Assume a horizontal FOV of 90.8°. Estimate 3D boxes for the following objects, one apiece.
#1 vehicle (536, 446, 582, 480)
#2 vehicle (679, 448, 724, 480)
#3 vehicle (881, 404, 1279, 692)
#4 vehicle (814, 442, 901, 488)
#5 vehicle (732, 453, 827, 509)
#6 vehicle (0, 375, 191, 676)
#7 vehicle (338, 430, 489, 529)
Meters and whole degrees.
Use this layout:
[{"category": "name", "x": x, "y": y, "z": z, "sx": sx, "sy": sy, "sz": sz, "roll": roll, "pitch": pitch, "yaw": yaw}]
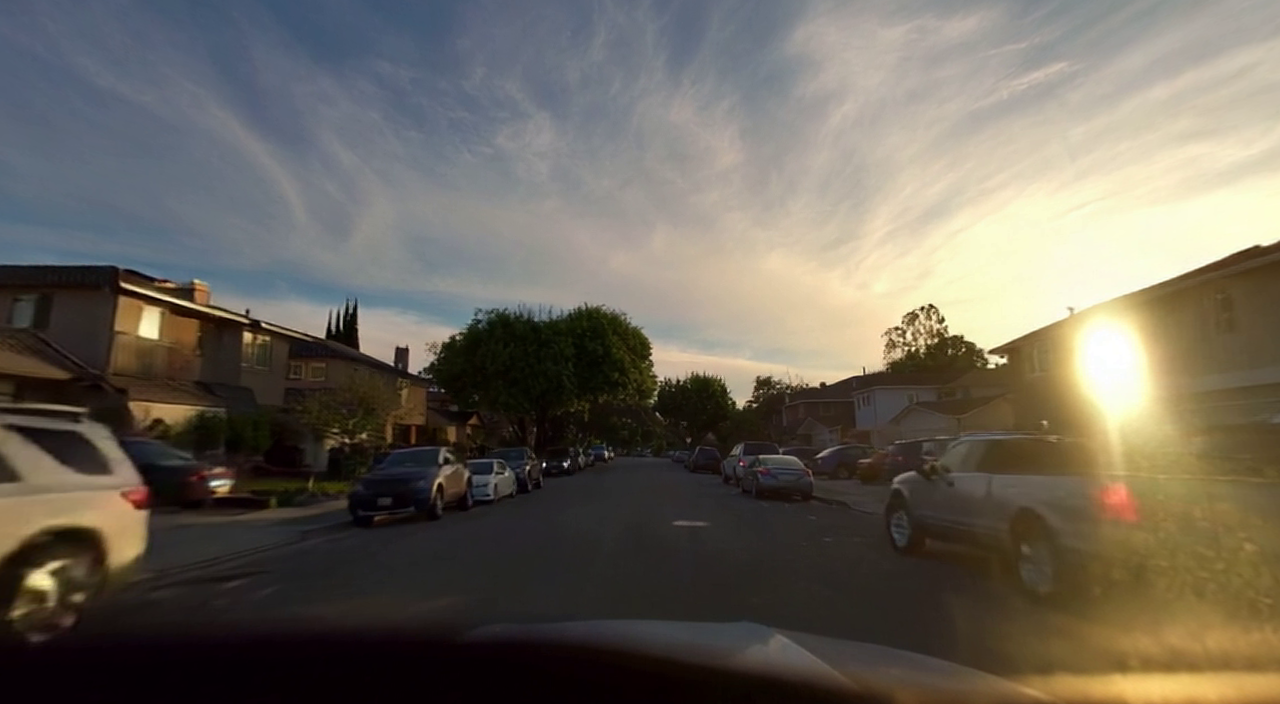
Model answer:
[{"category": "vehicle", "x": -4.588, "y": 6.343, "z": 36.330, "sx": 2.035, "sy": 1.822, "sz": 4.348, "roll": 0, "pitch": -9, "yaw": 0}, {"category": "vehicle", "x": 4.100, "y": 7.575, "z": 43.088, "sx": 2.415, "sy": 1.963, "sz": 5.688, "roll": 1, "pitch": -8, "yaw": -1}, {"category": "vehicle", "x": 4.922, "y": 1.722, "z": 7.084, "sx": 2.201, "sy": 1.896, "sz": 5.632, "roll": 0, "pitch": -9, "yaw": 0}, {"category": "vehicle", "x": 9.601, "y": 4.976, "z": 28.350, "sx": 2.125, "sy": 1.716, "sz": 4.672, "roll": 0, "pitch": -6, "yaw": -1}, {"category": "vehicle", "x": 4.422, "y": 4.158, "z": 20.877, "sx": 1.850, "sy": 1.516, "sz": 5.066, "roll": 1, "pitch": -8, "yaw": -2}, {"category": "vehicle", "x": -5.210, "y": 0.979, "z": 2.988, "sx": 2.319, "sy": 1.902, "sz": 5.526, "roll": -2, "pitch": -9, "yaw": -3}, {"category": "vehicle", "x": -4.836, "y": 2.807, "z": 14.224, "sx": 2.007, "sy": 1.861, "sz": 4.101, "roll": 0, "pitch": -10, "yaw": -2}]
